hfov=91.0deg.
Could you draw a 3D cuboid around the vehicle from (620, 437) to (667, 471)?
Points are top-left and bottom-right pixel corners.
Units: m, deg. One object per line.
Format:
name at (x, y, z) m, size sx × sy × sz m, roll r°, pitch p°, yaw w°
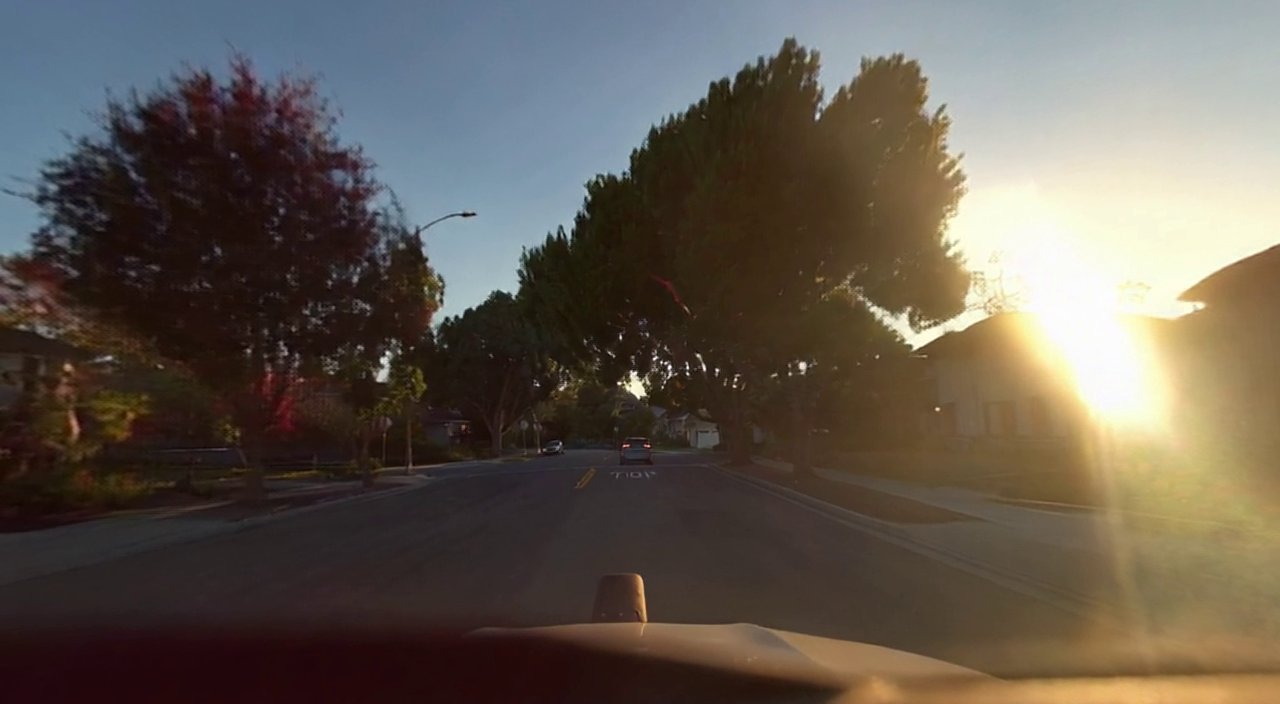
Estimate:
vehicle at (0.130, 4.801, 29.812) m, size 2.043 × 1.484 × 4.340 m, roll 0°, pitch -8°, yaw -1°
